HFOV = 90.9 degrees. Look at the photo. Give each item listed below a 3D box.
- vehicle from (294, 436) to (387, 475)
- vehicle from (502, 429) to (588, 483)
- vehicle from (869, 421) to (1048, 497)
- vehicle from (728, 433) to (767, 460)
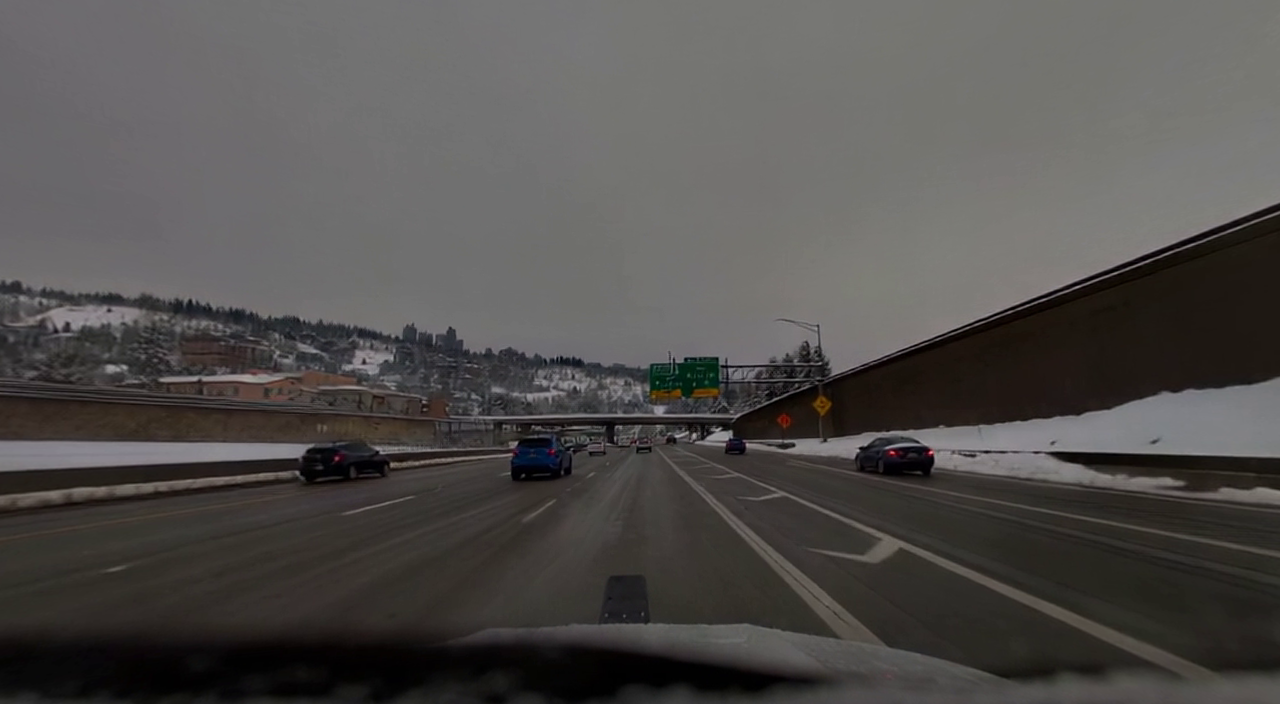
[{"bbox_3d":[-14.128,4.886,30.100,2.049,1.707,4.743,0,-8,0],"label":"vehicle"},{"bbox_3d":[-3.273,3.720,22.911,2.210,1.730,5.133,0,-8,1],"label":"vehicle"},{"bbox_3d":[7.783,2.662,16.055,2.122,1.646,4.491,0,-8,-1],"label":"vehicle"},{"bbox_3d":[7.558,6.678,44.705,2.172,1.824,5.031,-1,-8,3],"label":"vehicle"}]
